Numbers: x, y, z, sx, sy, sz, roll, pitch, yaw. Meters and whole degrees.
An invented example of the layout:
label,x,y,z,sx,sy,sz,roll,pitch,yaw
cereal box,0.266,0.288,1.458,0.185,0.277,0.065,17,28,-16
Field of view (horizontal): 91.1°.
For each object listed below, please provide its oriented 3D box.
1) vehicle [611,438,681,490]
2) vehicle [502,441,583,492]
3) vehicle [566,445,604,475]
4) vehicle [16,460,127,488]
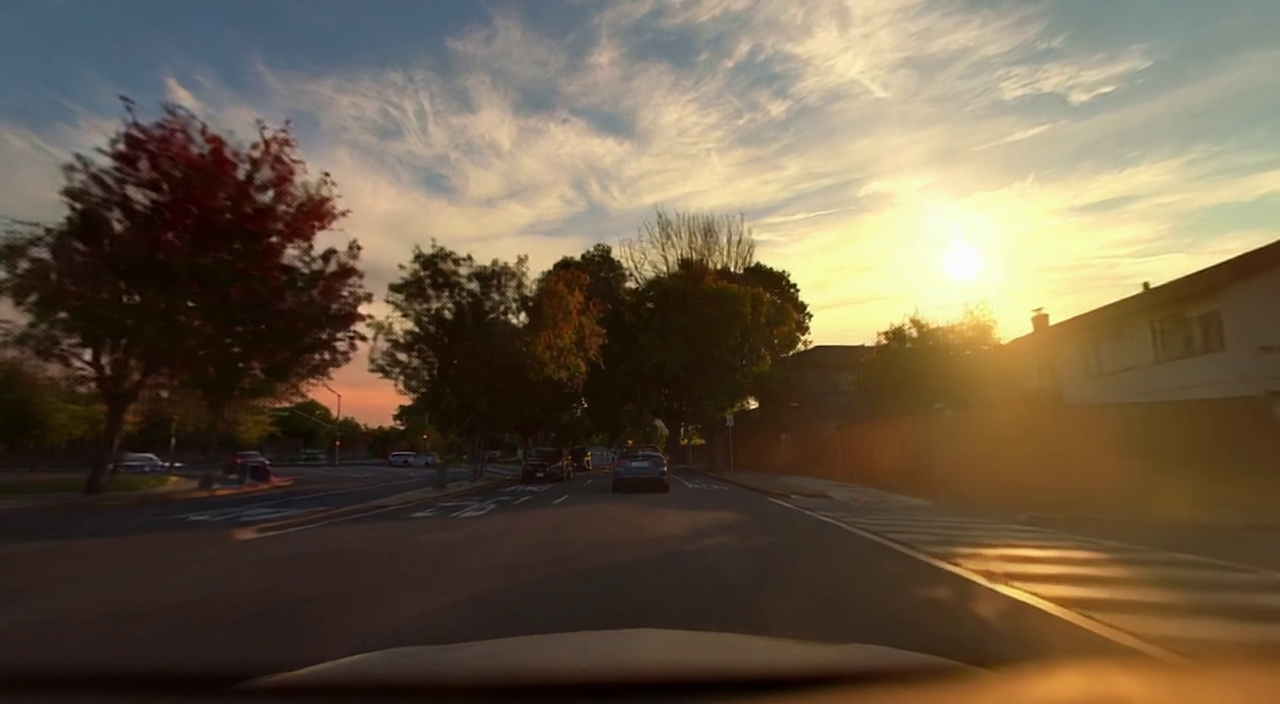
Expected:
label,x,y,z,sx,sy,sz,roll,pitch,yaw
vehicle,0.187,3.954,22.488,2.290,1.653,4.127,0,-9,0
vehicle,-3.500,4.186,23.557,2.067,1.546,4.988,2,-7,2
vehicle,-3.141,6.034,35.406,1.986,1.561,3.805,1,-9,-6
vehicle,-36.644,7.861,40.605,4.724,1.597,2.191,2,-9,-10
